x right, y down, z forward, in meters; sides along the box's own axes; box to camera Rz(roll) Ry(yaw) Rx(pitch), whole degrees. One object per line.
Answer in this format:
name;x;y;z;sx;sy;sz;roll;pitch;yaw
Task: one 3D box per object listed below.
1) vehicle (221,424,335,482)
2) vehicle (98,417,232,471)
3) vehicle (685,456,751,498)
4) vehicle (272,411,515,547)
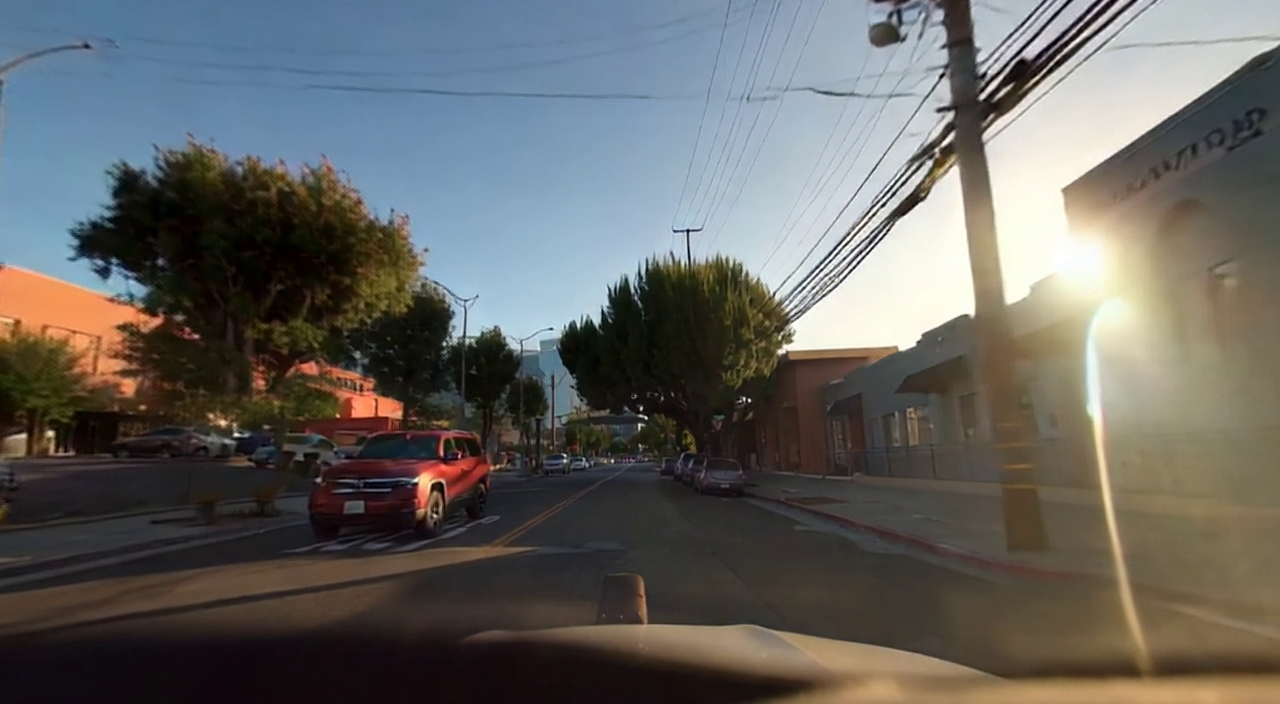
vehicle;-18.494;5.120;32.754;2.256;2.668;5.979;-1;-7;2
vehicle;-24.422;4.791;32.916;2.288;2.514;5.886;0;-8;1
vehicle;2.902;4.744;24.319;1.877;1.373;3.854;0;-8;-2
vehicle;-4.089;2.212;11.718;2.495;1.966;4.846;0;-8;0
